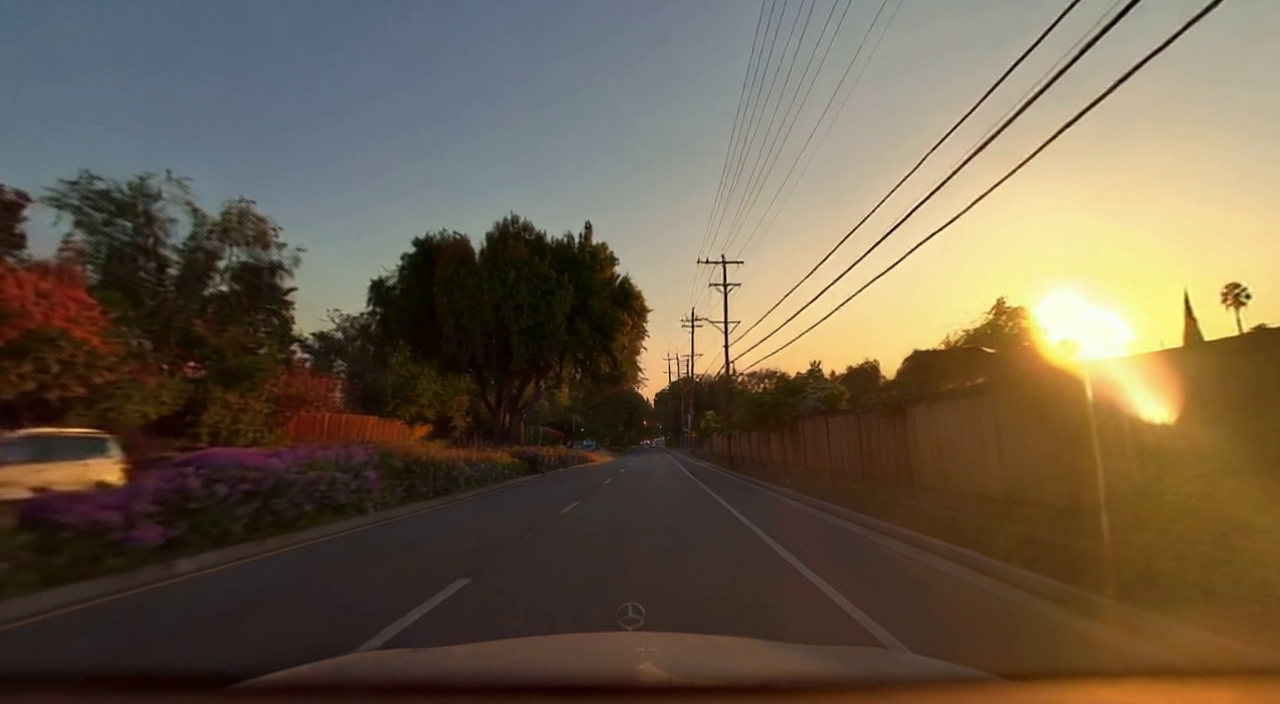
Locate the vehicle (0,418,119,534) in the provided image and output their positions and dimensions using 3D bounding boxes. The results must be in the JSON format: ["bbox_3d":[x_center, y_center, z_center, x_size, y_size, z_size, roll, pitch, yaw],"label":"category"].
[{"bbox_3d":[-11.161,1.976,10.001,2.044,1.815,4.244,0,-8,1],"label":"vehicle"}]
